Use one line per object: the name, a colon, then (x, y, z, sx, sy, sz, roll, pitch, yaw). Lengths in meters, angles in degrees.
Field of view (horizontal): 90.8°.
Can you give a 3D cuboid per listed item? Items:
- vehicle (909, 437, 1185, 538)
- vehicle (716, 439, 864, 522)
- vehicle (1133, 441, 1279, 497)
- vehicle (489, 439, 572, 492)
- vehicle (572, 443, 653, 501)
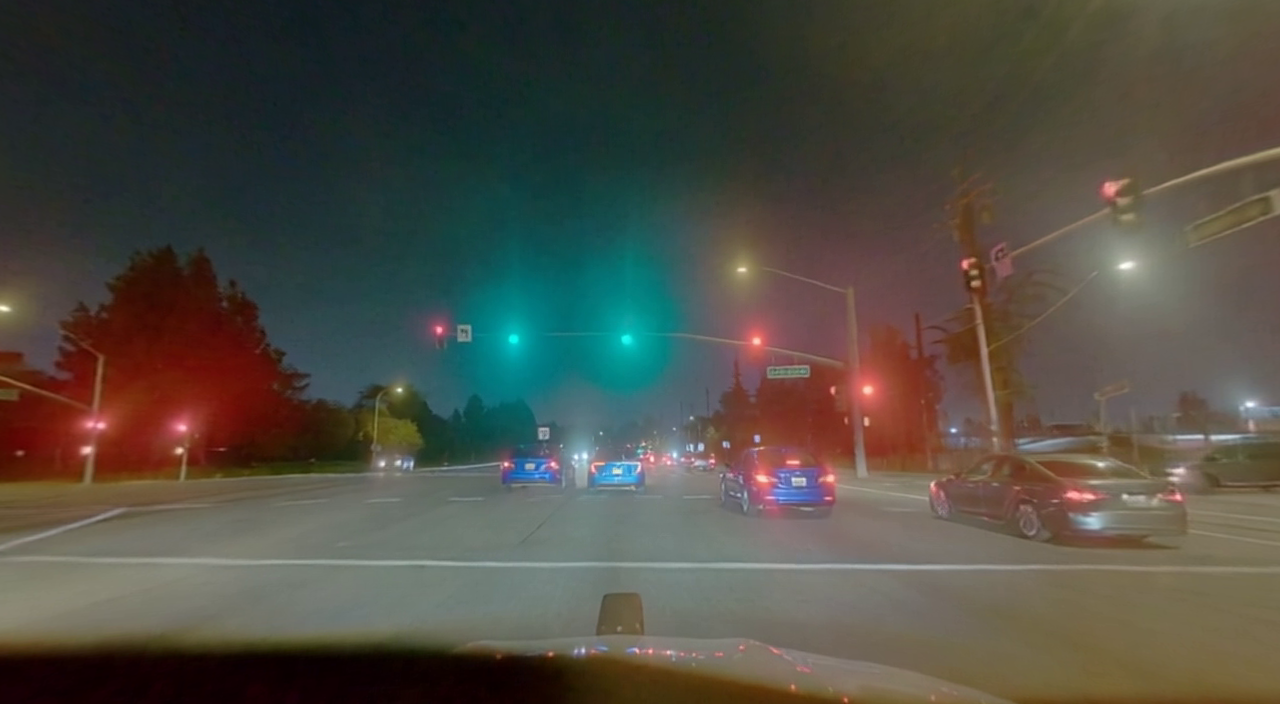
vehicle: (6.907, 2.312, 11.489, 2.004, 1.455, 4.417, 0, -8, -1)
vehicle: (3.038, 2.699, 13.888, 2.053, 1.490, 4.464, 0, -8, -1)
vehicle: (17.126, 3.212, 17.609, 4.828, 1.456, 2.037, -1, -9, 8)
vehicle: (-3.610, 3.828, 21.714, 2.073, 1.606, 4.364, 0, -8, 0)
vehicle: (-0.737, 3.400, 18.388, 2.065, 1.464, 4.216, 0, -8, -1)
